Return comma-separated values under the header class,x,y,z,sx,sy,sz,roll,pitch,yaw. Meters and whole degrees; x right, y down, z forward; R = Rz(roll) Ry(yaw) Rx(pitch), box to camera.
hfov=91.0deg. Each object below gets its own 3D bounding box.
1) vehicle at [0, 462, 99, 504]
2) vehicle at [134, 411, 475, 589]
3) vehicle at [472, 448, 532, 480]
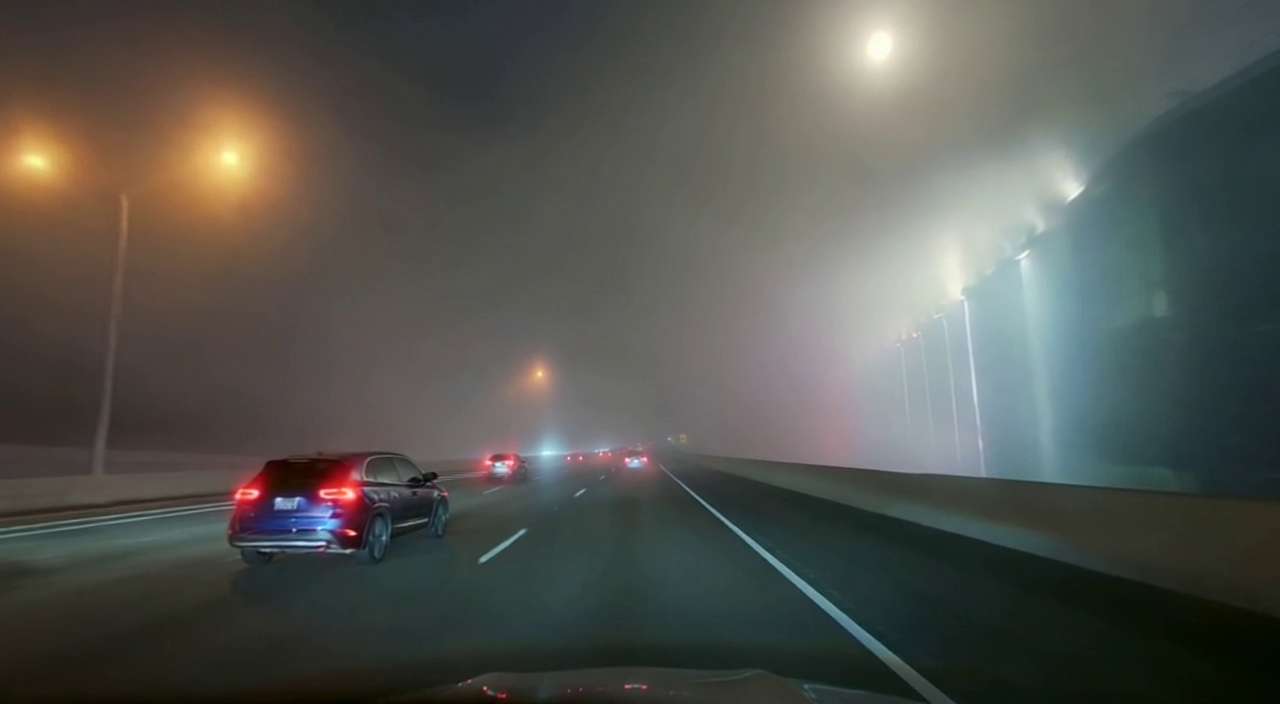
class,x,y,z,sx,sy,sz,roll,pitch,yaw
vehicle,-27.936,5.899,28.710,2.250,1.663,4.719,0,-9,1
vehicle,-3.910,1.804,8.519,2.059,1.725,4.521,0,-9,1
vehicle,-7.174,5.860,33.382,1.998,1.542,4.953,0,-9,1
